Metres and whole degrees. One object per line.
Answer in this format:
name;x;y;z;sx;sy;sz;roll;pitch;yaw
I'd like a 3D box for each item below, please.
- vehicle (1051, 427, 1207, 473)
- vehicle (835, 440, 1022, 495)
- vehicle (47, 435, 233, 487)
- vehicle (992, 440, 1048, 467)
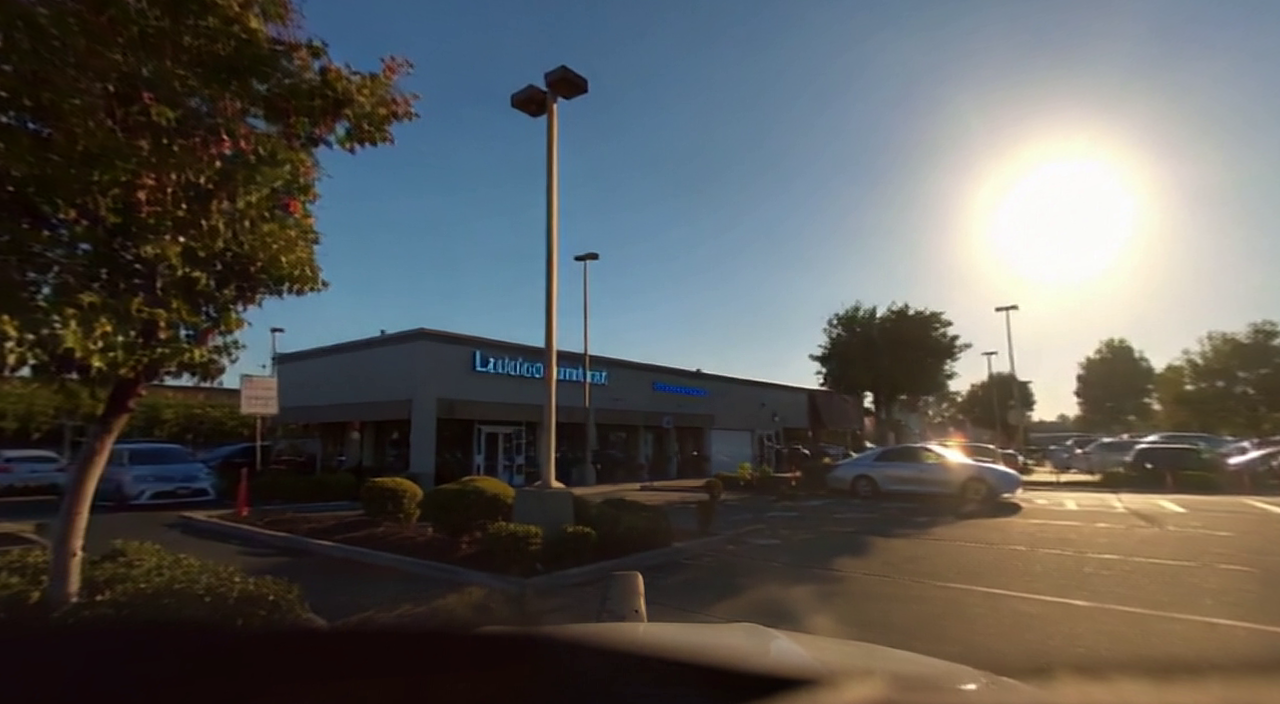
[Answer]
vehicle;20.619;4.190;26.901;4.939;1.664;2.055;-8;-8;35
vehicle;8.663;3.444;19.215;4.772;1.441;1.976;-7;-11;36
vehicle;-17.725;3.848;22.654;1.921;1.632;4.752;-7;-11;36
vehicle;21.177;5.627;35.169;2.190;1.441;3.759;-7;-11;36
